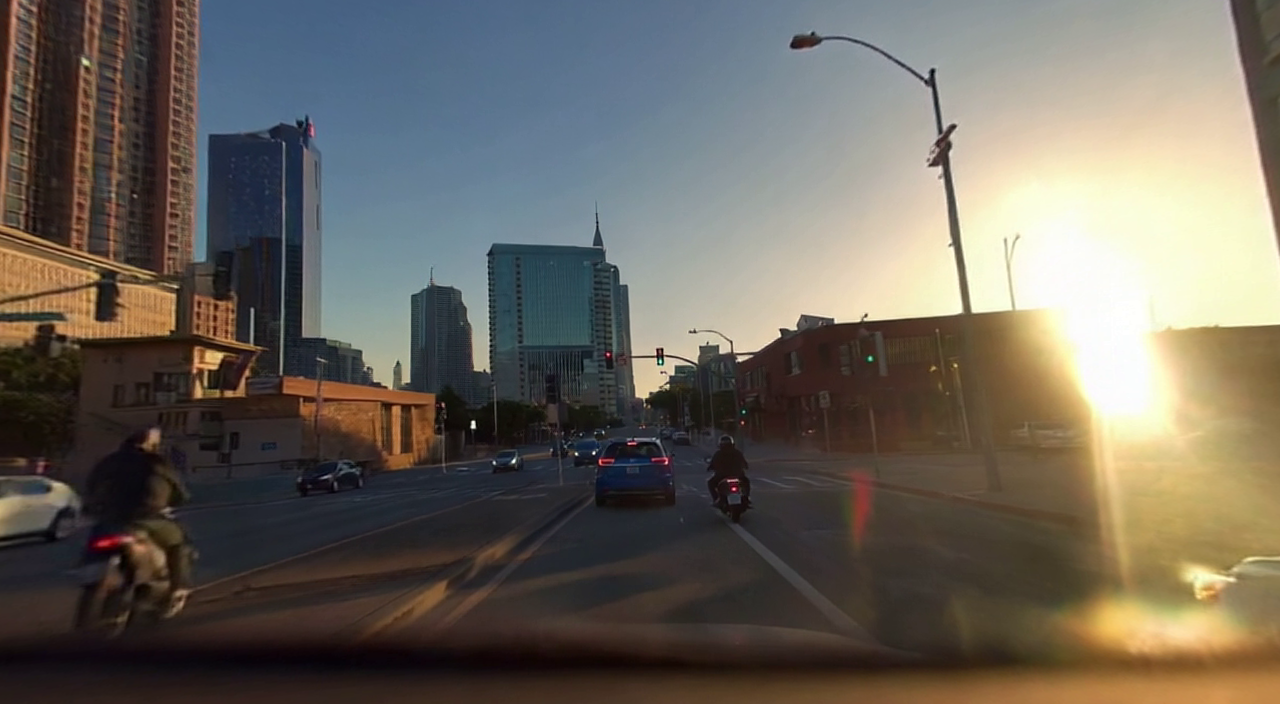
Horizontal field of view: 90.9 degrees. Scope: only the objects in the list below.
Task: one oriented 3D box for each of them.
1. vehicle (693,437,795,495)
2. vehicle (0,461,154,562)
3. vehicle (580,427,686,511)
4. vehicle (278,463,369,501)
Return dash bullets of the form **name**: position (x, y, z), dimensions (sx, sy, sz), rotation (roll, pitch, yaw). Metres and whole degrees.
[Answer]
- **vehicle**: position (2.922, 3.332, 18.806), dimensions (2.101, 1.507, 4.355), rotation (0, -9, -3)
- **vehicle**: position (-13.001, 3.286, 13.448), dimensions (1.871, 1.786, 4.386), rotation (0, -9, -3)
- **vehicle**: position (-0.131, 2.813, 15.573), dimensions (2.265, 1.748, 4.130), rotation (0, -9, 1)
- **vehicle**: position (-14.698, 6.042, 29.647), dimensions (1.963, 1.492, 4.885), rotation (0, -9, -3)
